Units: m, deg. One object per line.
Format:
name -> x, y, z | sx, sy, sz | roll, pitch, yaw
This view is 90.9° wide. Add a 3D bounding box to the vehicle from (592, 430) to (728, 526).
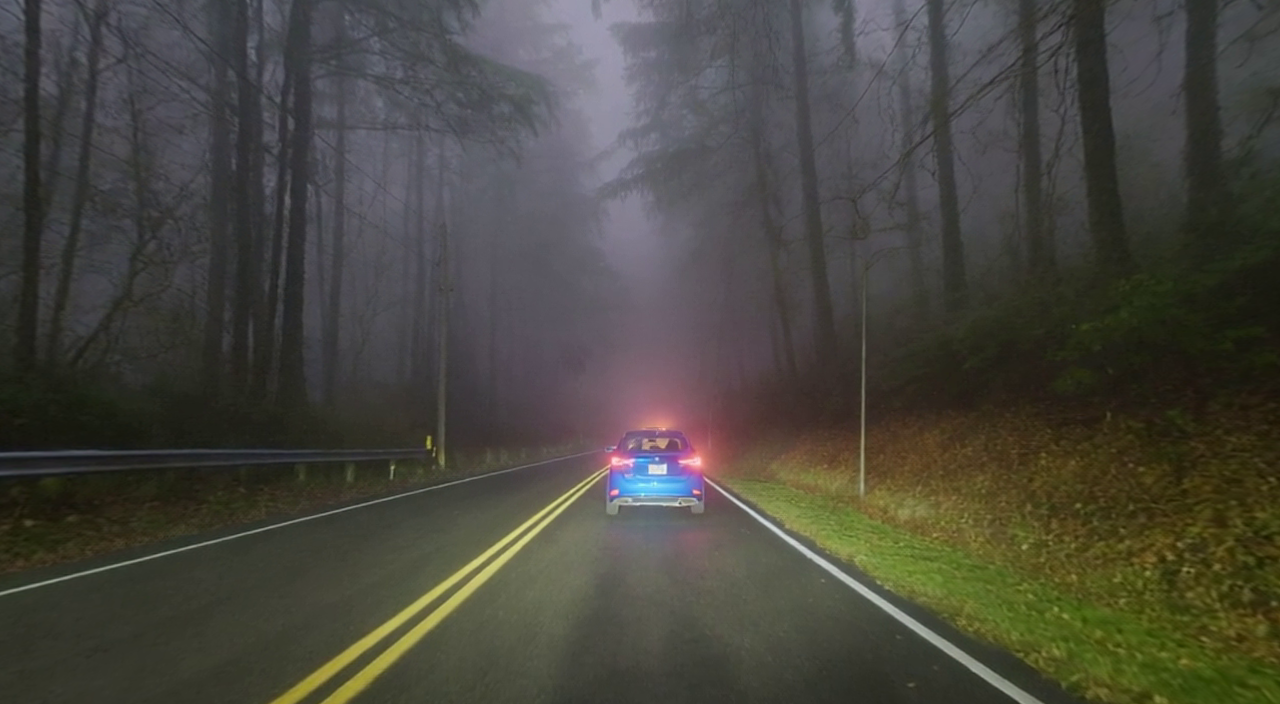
vehicle -> 0.325, 2.323, 12.157 | 2.187, 1.533, 3.726 | 0, -8, 0
